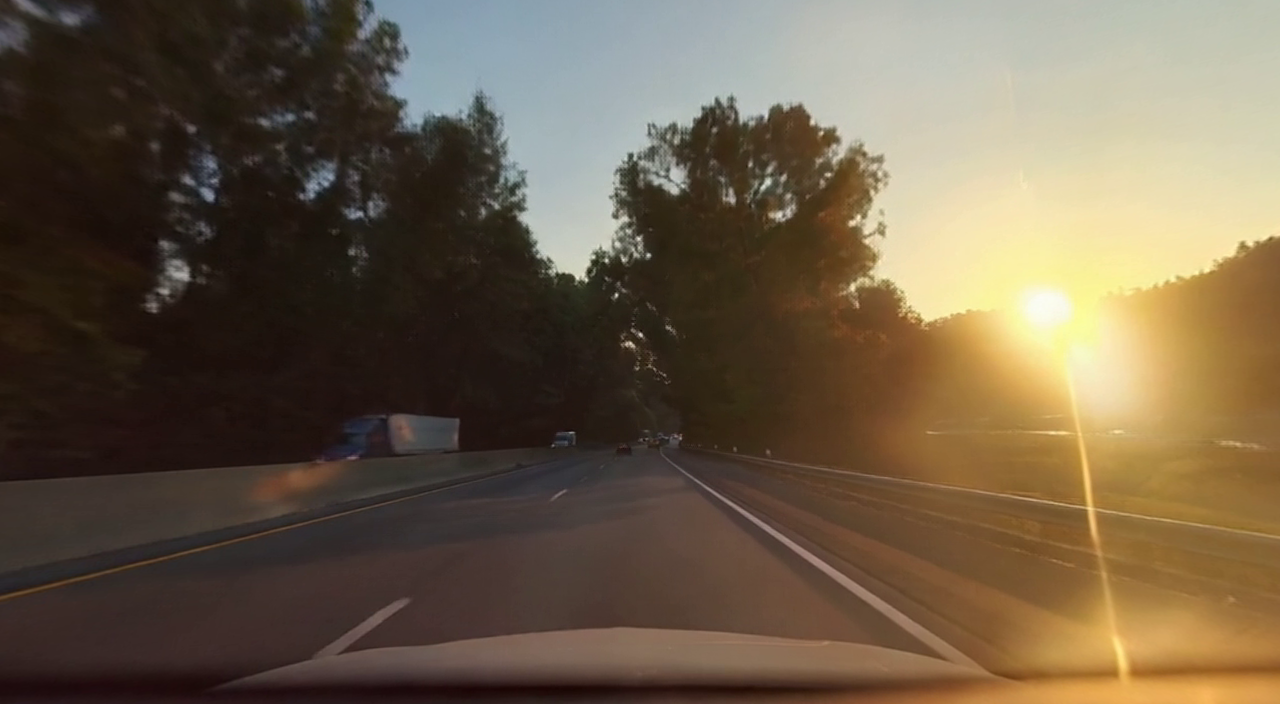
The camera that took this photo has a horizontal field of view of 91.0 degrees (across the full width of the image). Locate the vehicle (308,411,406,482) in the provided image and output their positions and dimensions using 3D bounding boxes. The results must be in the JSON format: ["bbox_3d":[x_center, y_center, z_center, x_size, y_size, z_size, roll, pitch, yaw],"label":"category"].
[{"bbox_3d":[-16.999,5.713,38.296,3.007,3.957,5.959,-1,-8,1],"label":"vehicle"}]
